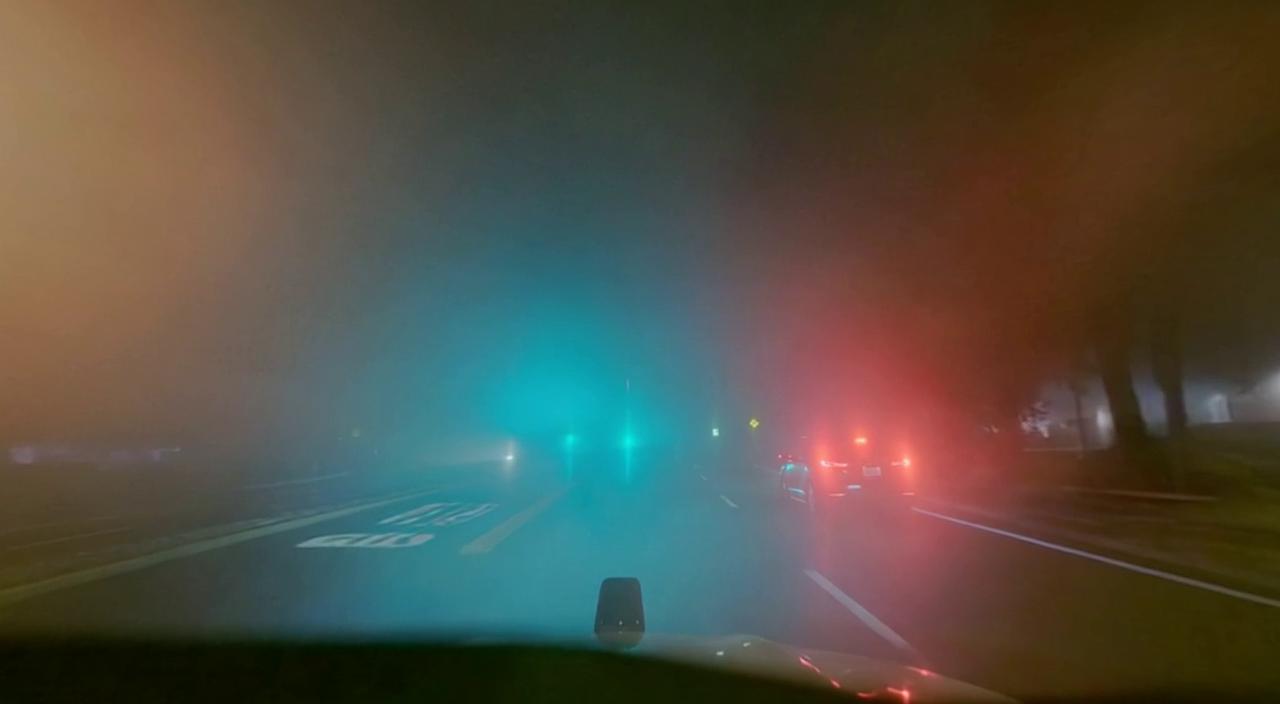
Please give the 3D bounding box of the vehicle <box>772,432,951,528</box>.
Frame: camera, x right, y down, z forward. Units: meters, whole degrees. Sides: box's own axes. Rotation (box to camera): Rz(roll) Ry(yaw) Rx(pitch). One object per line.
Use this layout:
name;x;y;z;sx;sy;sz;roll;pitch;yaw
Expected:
vehicle;3.876;2.301;11.901;1.852;1.453;4.083;0;-9;0
